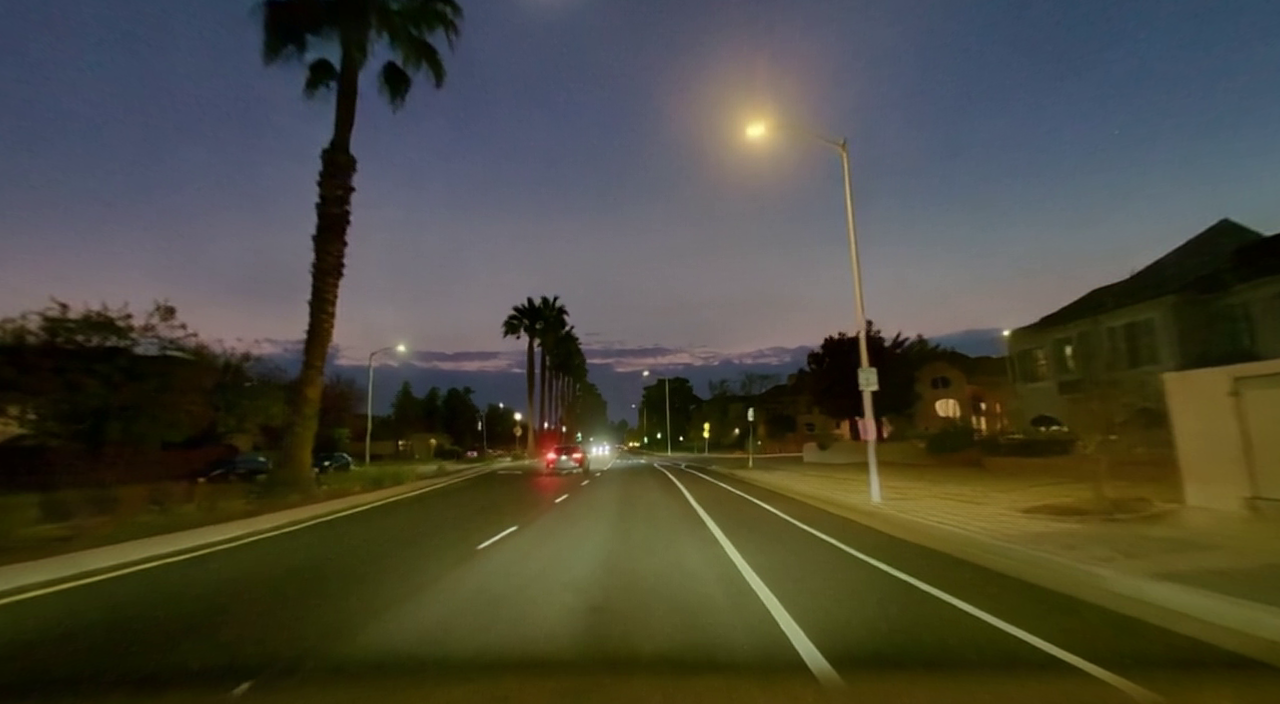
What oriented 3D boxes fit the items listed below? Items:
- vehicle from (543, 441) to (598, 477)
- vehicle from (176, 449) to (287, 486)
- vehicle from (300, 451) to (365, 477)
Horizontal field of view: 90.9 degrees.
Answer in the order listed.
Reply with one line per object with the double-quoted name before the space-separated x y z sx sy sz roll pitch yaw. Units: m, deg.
"vehicle" -3.125 4.923 29.283 2.075 1.498 4.730 0 -9 0
"vehicle" -18.991 5.421 29.620 2.026 1.563 4.618 0 -10 2
"vehicle" -19.028 6.934 39.213 1.980 1.423 4.465 0 -9 -3
